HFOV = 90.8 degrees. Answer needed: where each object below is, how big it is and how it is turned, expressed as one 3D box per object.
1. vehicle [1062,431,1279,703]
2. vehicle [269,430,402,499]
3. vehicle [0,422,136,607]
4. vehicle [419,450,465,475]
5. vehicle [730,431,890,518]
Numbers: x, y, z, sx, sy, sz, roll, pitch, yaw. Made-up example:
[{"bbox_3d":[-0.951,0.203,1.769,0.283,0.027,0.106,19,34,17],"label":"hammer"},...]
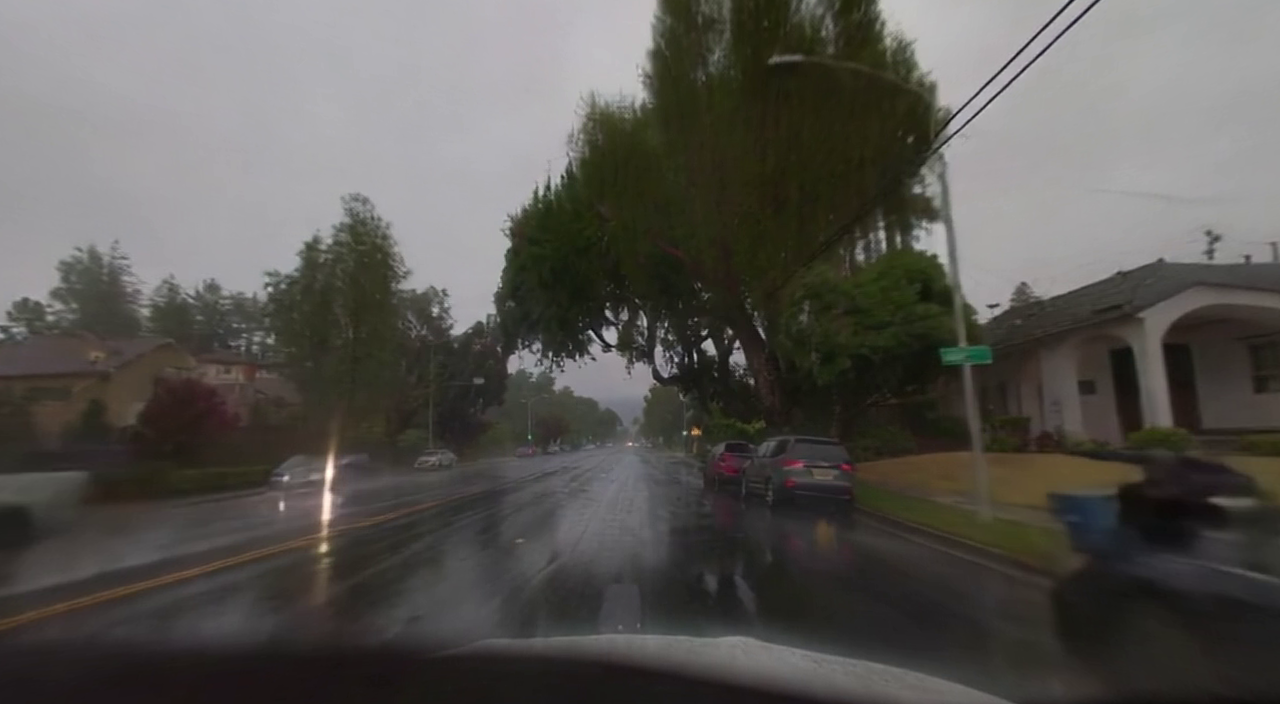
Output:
[{"bbox_3d":[3.483,0.828,0.974,2.158,1.477,5.135,0,-9,1],"label":"vehicle"},{"bbox_3d":[-10.049,3.733,21.363,2.202,2.036,4.710,0,-9,-1],"label":"vehicle"},{"bbox_3d":[-7.101,1.352,4.736,2.120,1.726,5.445,0,-9,0],"label":"vehicle"},{"bbox_3d":[-13.968,7.780,44.819,1.876,1.495,4.647,-4,-9,-2],"label":"vehicle"},{"bbox_3d":[3.474,2.635,14.164,2.034,1.551,5.272,0,-9,-1],"label":"vehicle"}]
